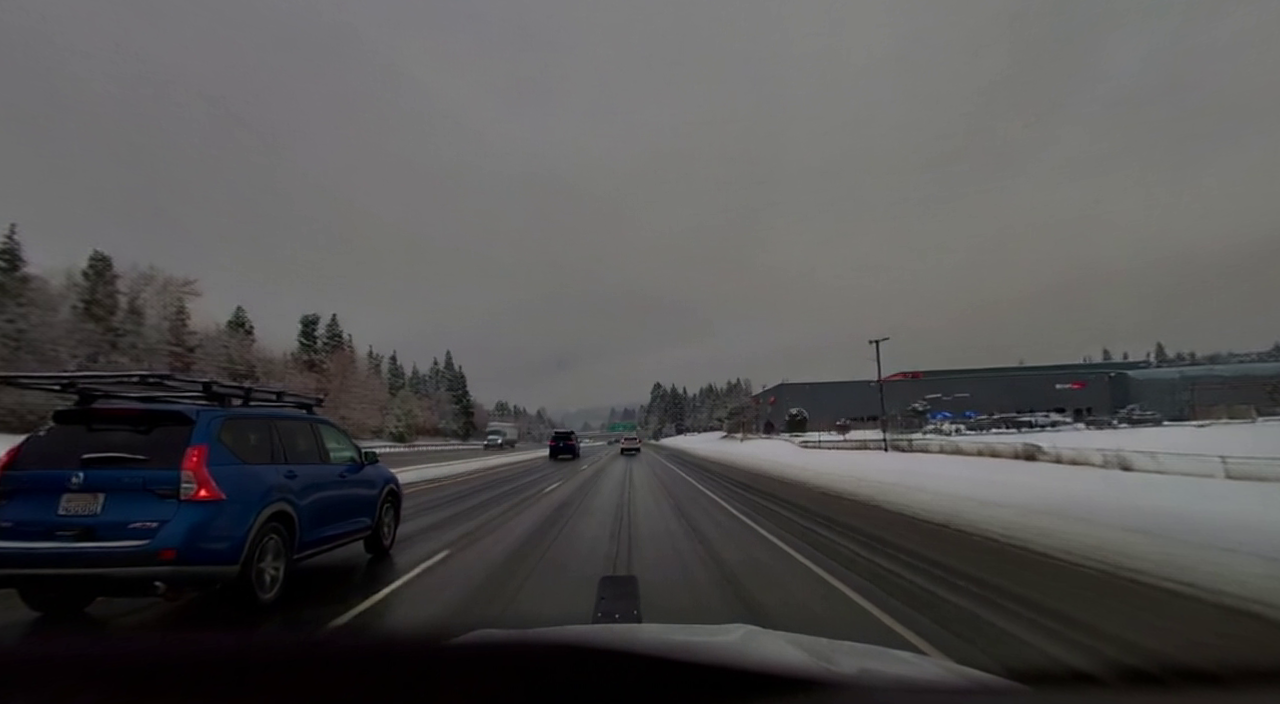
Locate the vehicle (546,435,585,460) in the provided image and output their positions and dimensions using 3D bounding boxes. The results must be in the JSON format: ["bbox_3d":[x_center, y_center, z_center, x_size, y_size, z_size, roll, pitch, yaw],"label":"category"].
[{"bbox_3d":[-4.971,6.454,42.739,2.189,1.580,4.607,0,-8,-1],"label":"vehicle"}]

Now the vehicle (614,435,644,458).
[{"bbox_3d":[-0.785,6.928,46.497,2.151,1.618,3.898,0,-8,0],"label":"vehicle"}]
